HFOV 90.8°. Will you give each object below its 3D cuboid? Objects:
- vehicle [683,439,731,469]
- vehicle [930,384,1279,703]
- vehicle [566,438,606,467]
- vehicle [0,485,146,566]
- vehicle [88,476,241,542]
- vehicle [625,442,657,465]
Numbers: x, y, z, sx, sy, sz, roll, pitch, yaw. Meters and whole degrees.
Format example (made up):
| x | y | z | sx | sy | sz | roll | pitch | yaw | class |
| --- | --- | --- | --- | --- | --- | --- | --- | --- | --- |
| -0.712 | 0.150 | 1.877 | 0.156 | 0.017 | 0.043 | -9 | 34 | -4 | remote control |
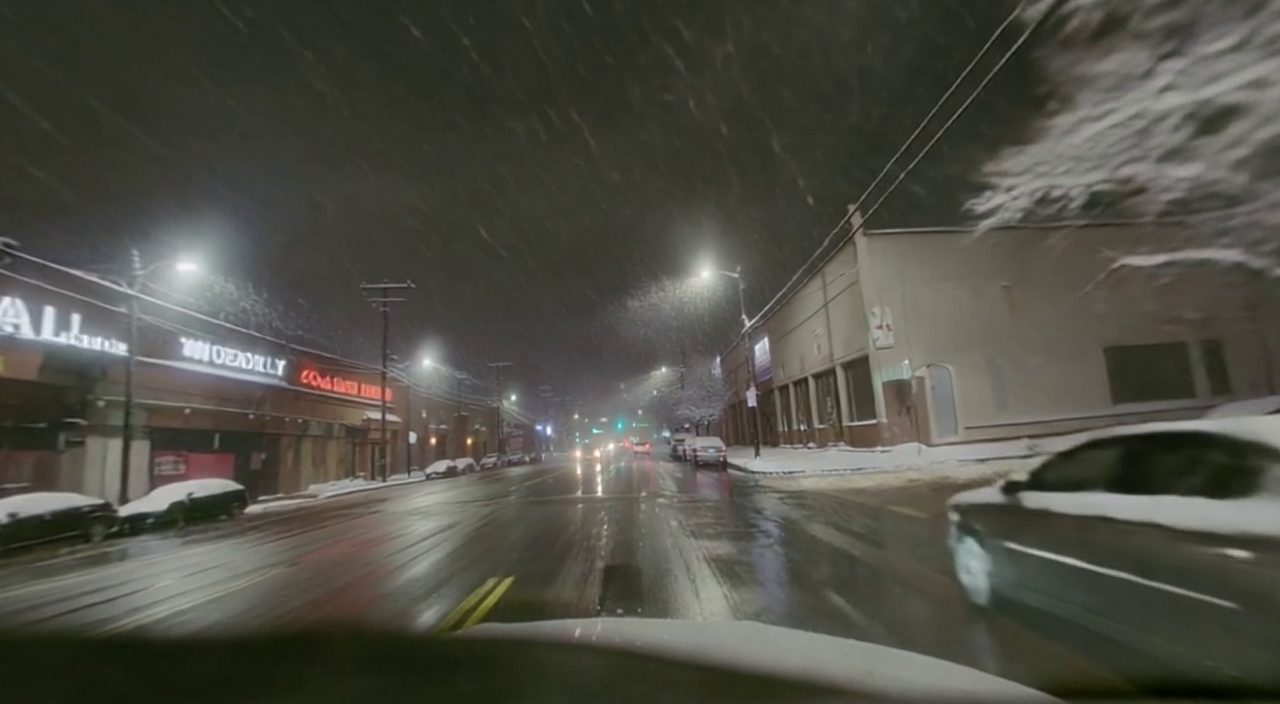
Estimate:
| x | y | z | sx | sy | sz | roll | pitch | yaw | class |
| --- | --- | --- | --- | --- | --- | --- | --- | --- | --- |
| 3.599 | 5.609 | 34.854 | 2.042 | 1.487 | 5.033 | -1 | -8 | -1 | vehicle |
| 3.394 | 0.900 | 2.587 | 2.057 | 1.490 | 4.422 | 0 | -8 | -4 | vehicle |
| -3.551 | 6.772 | 42.636 | 2.348 | 1.831 | 4.737 | 0 | -8 | -1 | vehicle |
| -15.691 | 4.339 | 16.025 | 2.081 | 1.549 | 5.190 | 0 | -8 | 0 | vehicle |
| -15.625 | 5.126 | 21.098 | 1.793 | 1.437 | 4.415 | -6 | -7 | -1 | vehicle |
| 0.018 | 6.918 | 43.287 | 2.099 | 1.470 | 4.270 | 0 | -8 | -1 | vehicle |
